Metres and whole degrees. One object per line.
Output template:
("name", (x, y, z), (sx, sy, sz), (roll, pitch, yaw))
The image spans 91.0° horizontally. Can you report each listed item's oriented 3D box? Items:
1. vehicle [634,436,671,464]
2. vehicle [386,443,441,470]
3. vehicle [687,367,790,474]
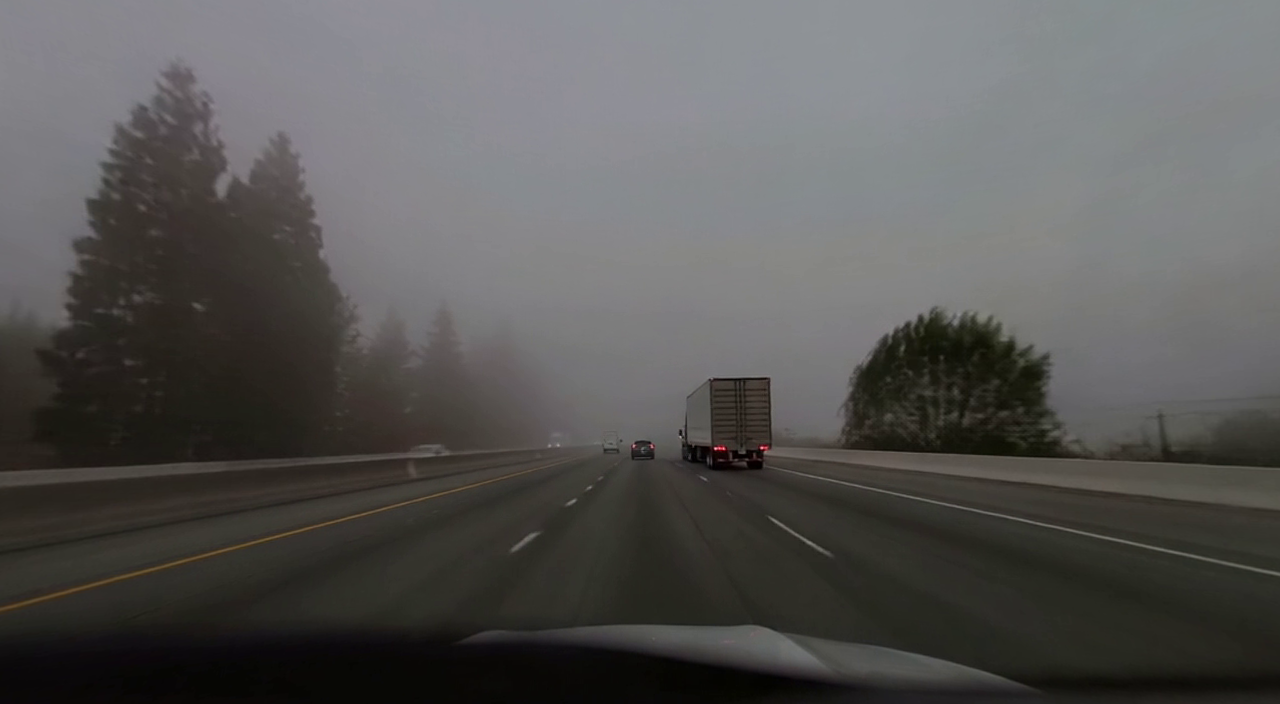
("vehicle", (0.730, 6.034, 38.965), (2.139, 1.607, 4.034), (0, -8, 0))
("vehicle", (-13.982, 6.426, 39.071), (1.870, 1.555, 4.135), (0, -8, 0))
("vehicle", (4.340, 3.629, 31.545), (3.005, 4.131, 14.221), (0, -8, 0))
